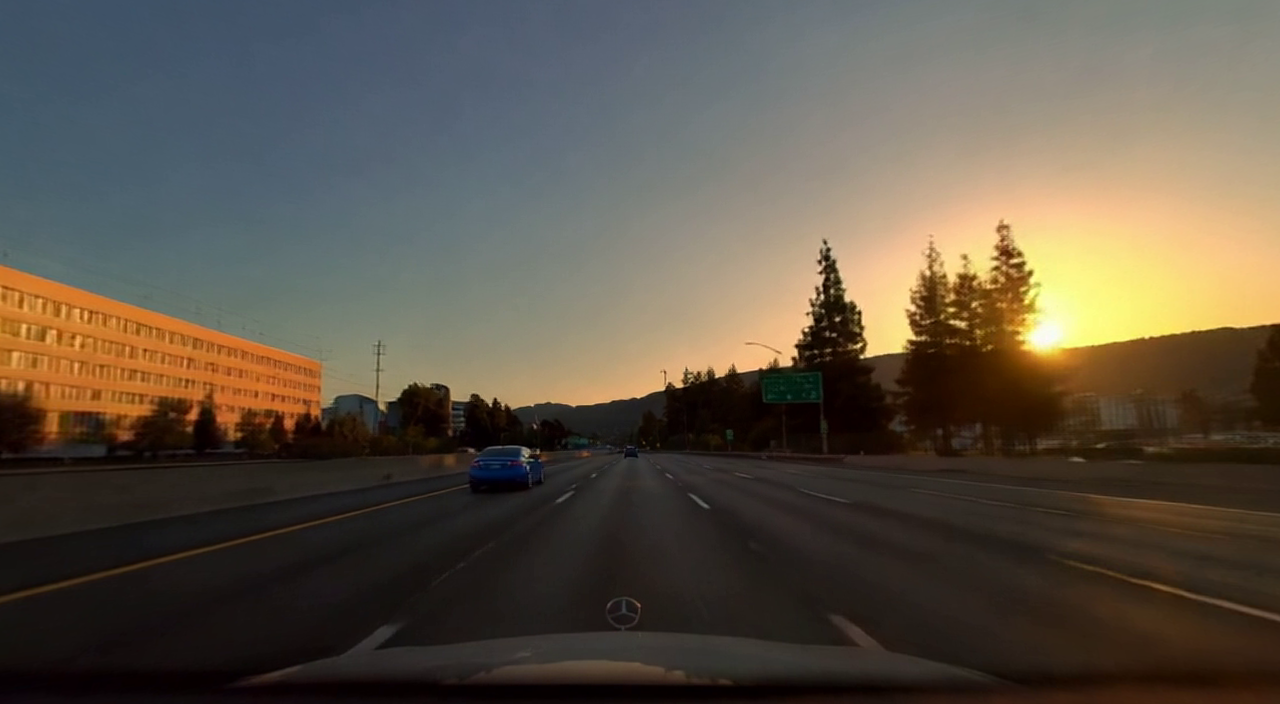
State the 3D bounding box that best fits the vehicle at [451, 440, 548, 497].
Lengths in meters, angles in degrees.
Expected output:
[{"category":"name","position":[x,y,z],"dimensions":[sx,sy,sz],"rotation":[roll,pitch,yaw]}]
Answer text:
[{"category":"vehicle","position":[-4.026,3.411,18.940],"dimensions":[1.900,1.492,4.495],"rotation":[0,-9,0]}]
